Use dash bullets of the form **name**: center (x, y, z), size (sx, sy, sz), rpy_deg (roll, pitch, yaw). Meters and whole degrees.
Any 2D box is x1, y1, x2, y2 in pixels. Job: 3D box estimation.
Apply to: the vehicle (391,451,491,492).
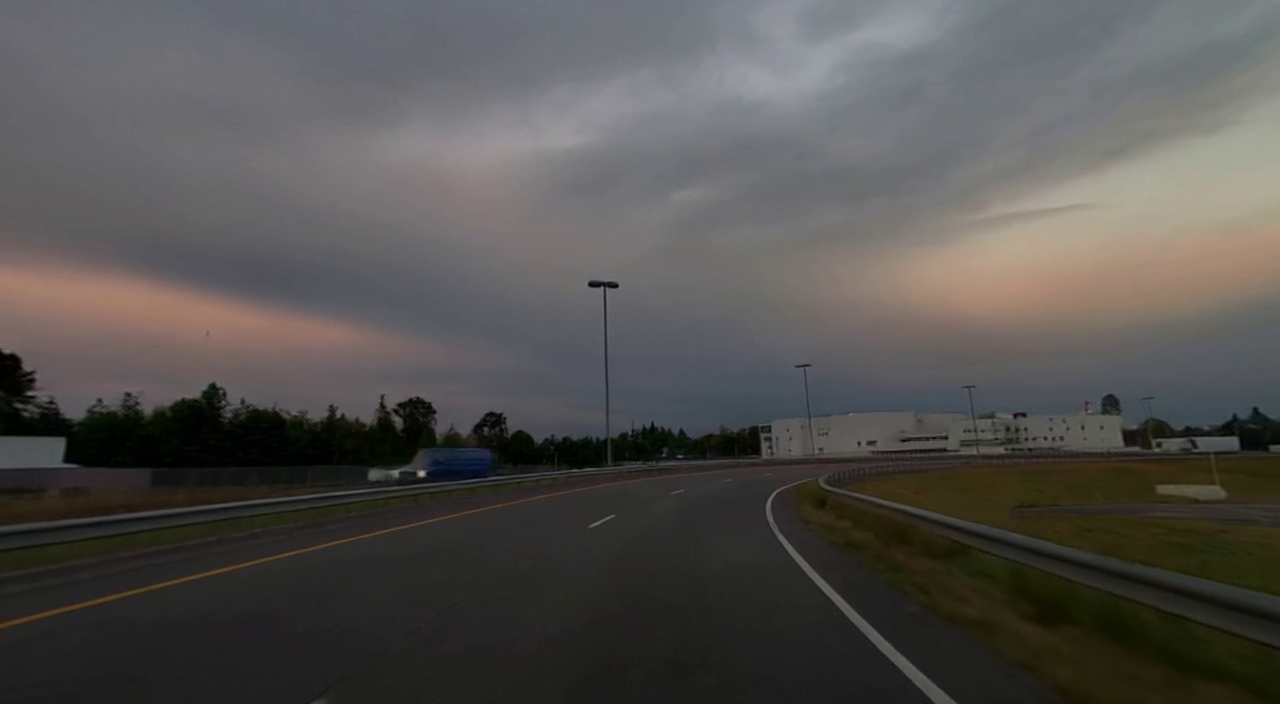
- **vehicle**: center (-8.915, 5.366, 28.597), size (2.009, 1.707, 4.571), rpy_deg (-3, -9, 18)
